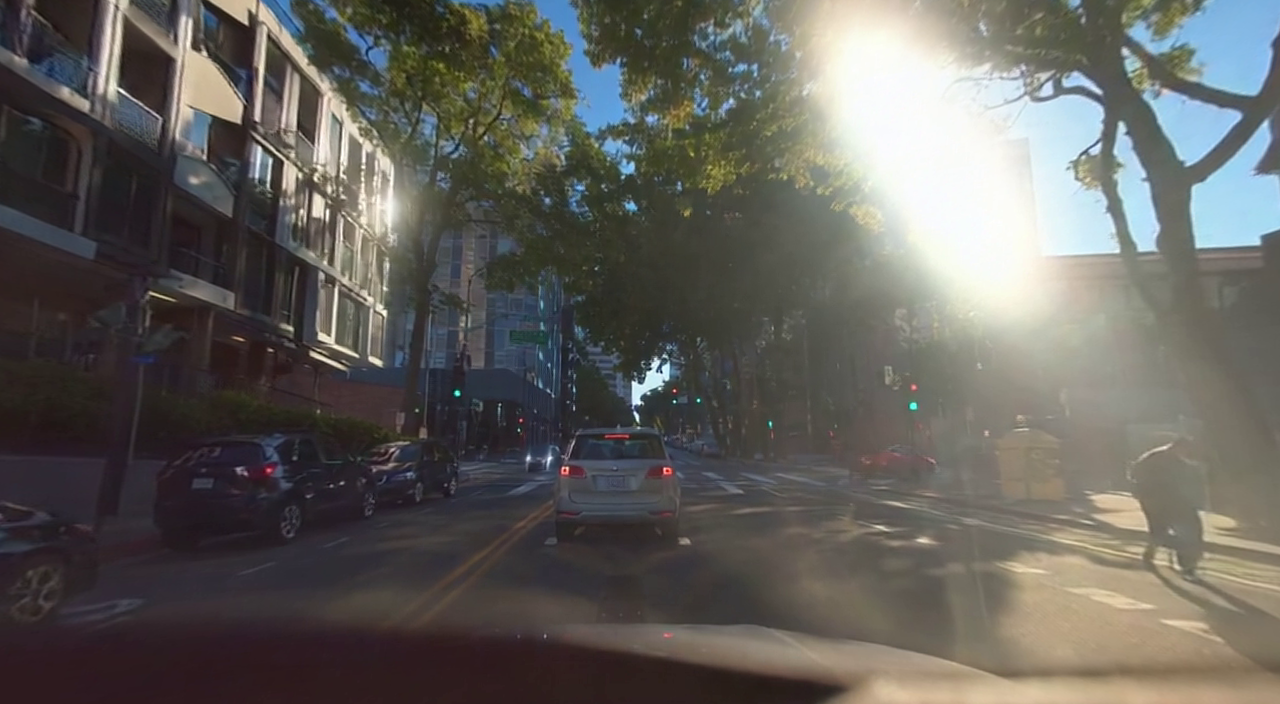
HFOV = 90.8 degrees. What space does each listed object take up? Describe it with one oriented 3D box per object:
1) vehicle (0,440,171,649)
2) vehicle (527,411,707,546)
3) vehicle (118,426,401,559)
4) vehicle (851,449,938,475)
[{"bbox_3d":[-5.557,1.266,3.777,1.841,1.466,4.364,-1,-9,6],"label":"vehicle"},{"bbox_3d":[-0.267,1.898,10.009,2.258,1.687,3.934,0,-9,1],"label":"vehicle"},{"bbox_3d":[-5.770,2.153,10.465,1.904,1.684,4.529,0,-9,-1],"label":"vehicle"},{"bbox_3d":[15.992,6.904,39.795,4.638,1.555,1.824,0,-9,-3],"label":"vehicle"}]
